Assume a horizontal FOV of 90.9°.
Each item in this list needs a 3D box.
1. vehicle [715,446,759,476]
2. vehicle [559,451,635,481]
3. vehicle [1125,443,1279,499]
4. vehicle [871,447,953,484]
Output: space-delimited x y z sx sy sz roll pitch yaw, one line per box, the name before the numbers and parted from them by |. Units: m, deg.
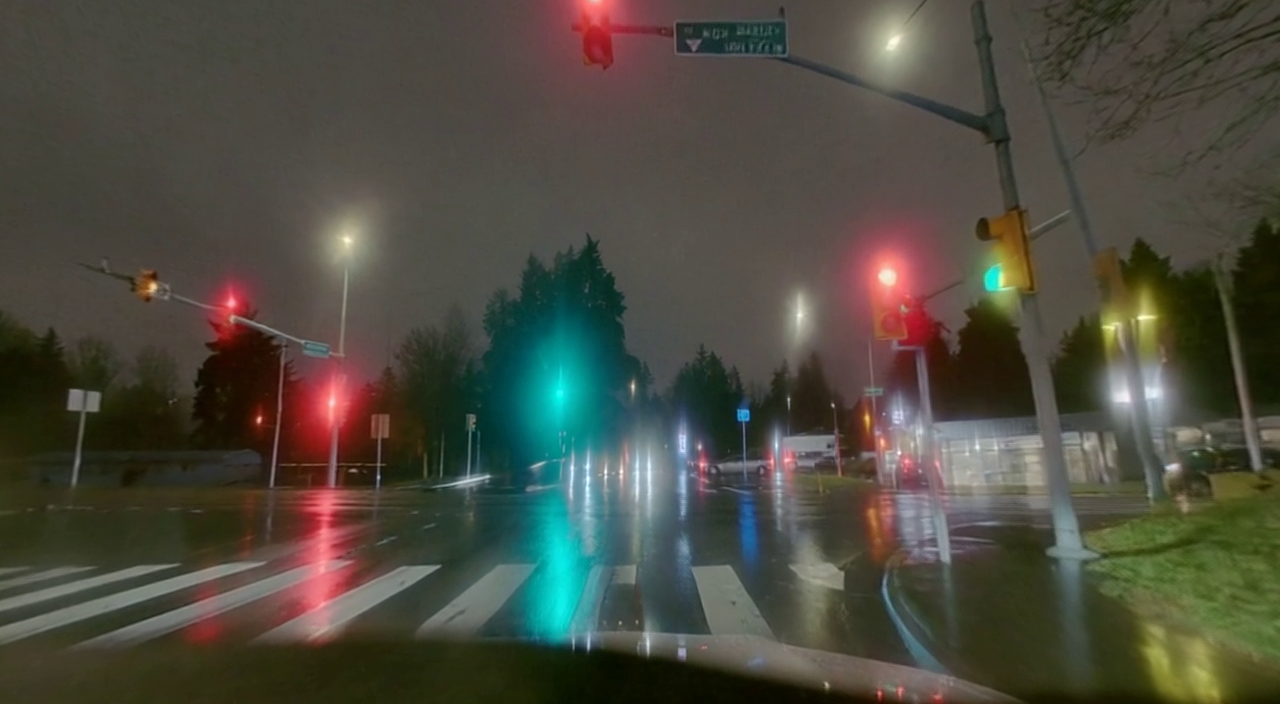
vehicle | 6.898 7.729 44.886 1.491 2.041 2.964 5 -10 -31
vehicle | -2.473 6.537 36.325 3.991 1.526 1.868 -5 -9 31
vehicle | 16.813 3.420 18.336 3.876 1.512 1.784 0 -8 -1
vehicle | 12.392 5.298 29.007 1.922 1.529 3.964 0 -12 -1
